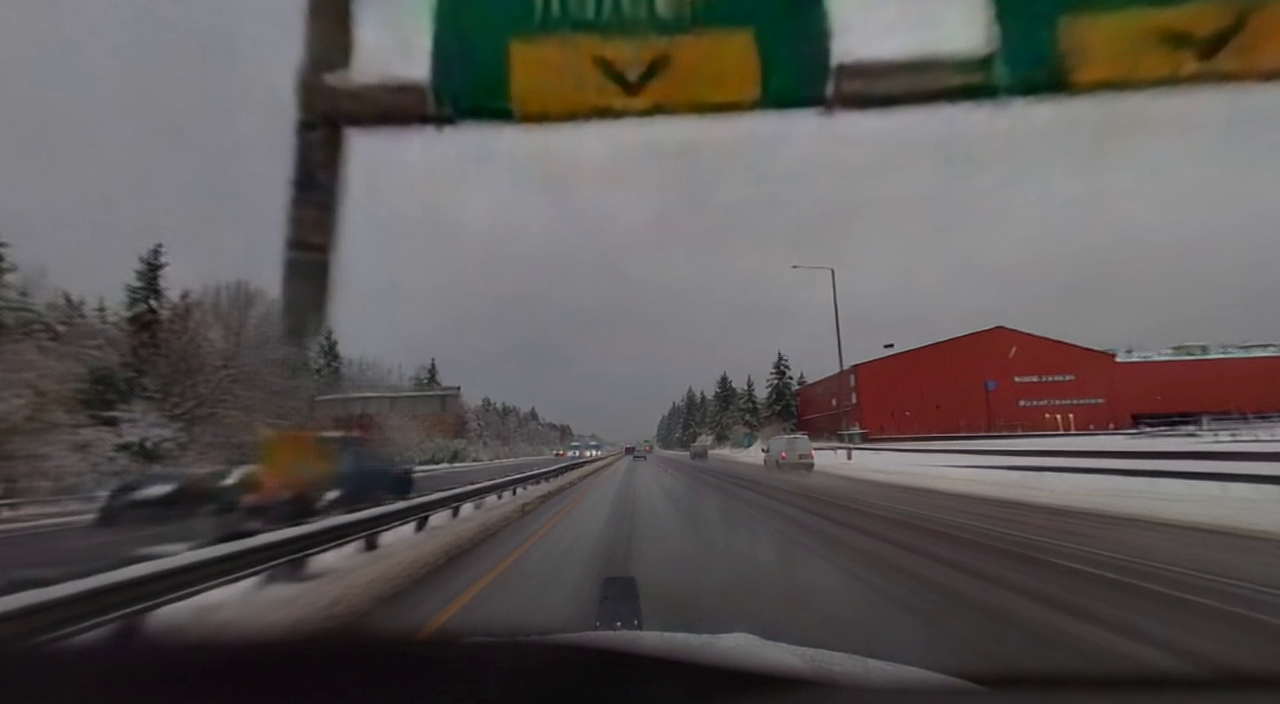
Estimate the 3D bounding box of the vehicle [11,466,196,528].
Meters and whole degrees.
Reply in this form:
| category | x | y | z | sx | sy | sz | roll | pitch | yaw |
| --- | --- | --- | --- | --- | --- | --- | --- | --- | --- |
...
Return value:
| category | x | y | z | sx | sy | sz | roll | pitch | yaw |
| --- | --- | --- | --- | --- | --- | --- | --- | --- | --- |
| vehicle | -15.733 | 4.232 | 18.805 | 1.862 | 1.517 | 4.136 | 0 | -9 | 0 |

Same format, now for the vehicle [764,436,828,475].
| category | x | y | z | sx | sy | sz | roll | pitch | yaw |
| --- | --- | --- | --- | --- | --- | --- | --- | --- | --- |
| vehicle | 8.351 | 5.608 | 34.164 | 2.156 | 1.943 | 5.010 | 0 | -9 | 0 |

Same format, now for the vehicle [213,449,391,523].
| category | x | y | z | sx | sy | sz | roll | pitch | yaw |
| --- | --- | --- | --- | --- | --- | --- | --- | --- | --- |
| vehicle | -7.987 | 3.162 | 15.441 | 1.971 | 1.520 | 4.310 | 0 | -9 | 0 |
